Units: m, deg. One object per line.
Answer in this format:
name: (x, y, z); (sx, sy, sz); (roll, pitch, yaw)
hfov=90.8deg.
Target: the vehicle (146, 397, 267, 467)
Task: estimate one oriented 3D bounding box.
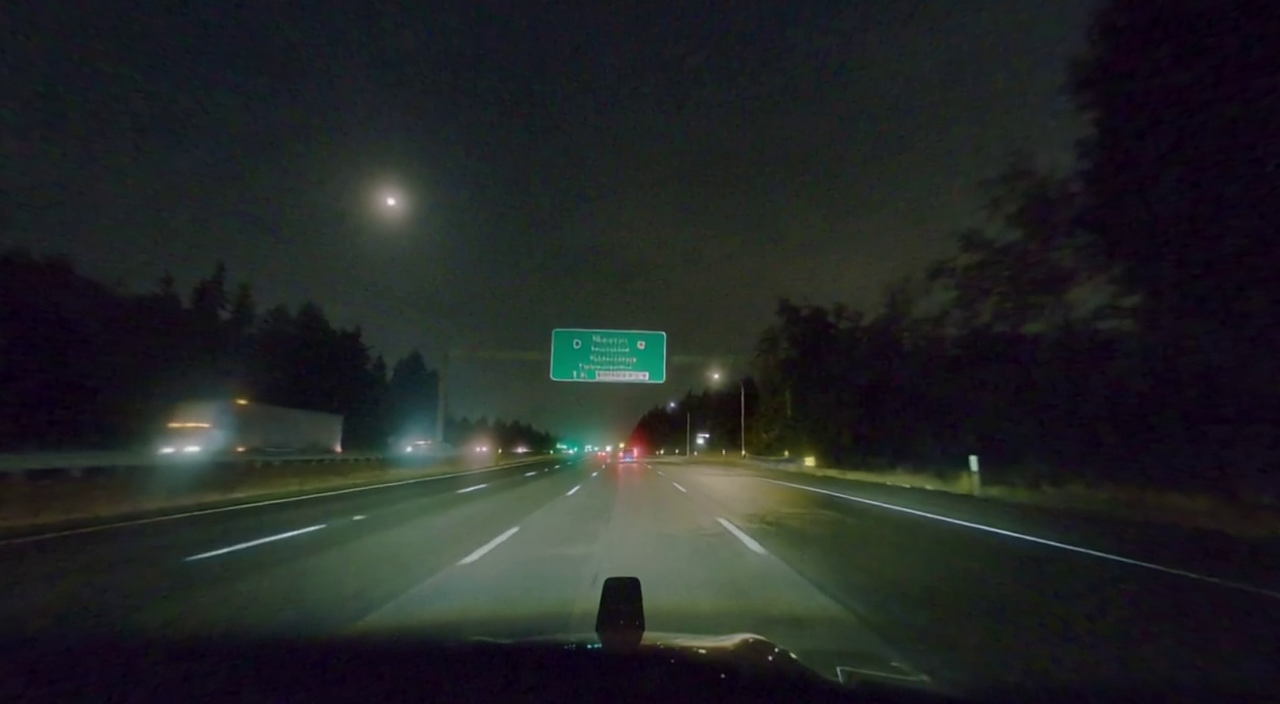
vehicle: (-25.785, 4.880, 37.944); (3.021, 3.858, 5.845); (0, -9, -2)
